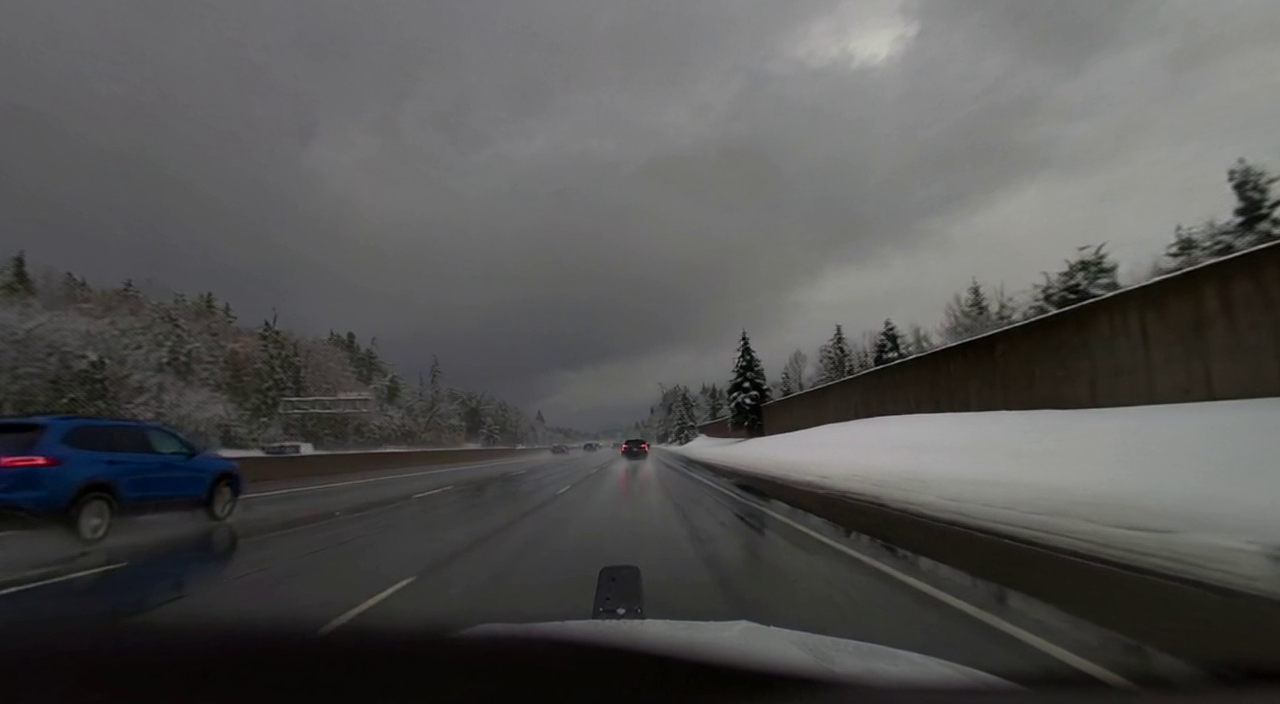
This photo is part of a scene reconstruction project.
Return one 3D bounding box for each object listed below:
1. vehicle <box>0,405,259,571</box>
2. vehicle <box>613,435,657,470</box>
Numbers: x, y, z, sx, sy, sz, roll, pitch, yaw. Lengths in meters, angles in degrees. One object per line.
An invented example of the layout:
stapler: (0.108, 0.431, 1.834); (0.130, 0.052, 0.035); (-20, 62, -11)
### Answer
vehicle: (-7.711, 1.714, 8.619); (2.166, 1.705, 4.433); (0, -9, 0)
vehicle: (-0.224, 5.222, 32.866); (2.141, 1.706, 4.065); (0, -9, 1)
